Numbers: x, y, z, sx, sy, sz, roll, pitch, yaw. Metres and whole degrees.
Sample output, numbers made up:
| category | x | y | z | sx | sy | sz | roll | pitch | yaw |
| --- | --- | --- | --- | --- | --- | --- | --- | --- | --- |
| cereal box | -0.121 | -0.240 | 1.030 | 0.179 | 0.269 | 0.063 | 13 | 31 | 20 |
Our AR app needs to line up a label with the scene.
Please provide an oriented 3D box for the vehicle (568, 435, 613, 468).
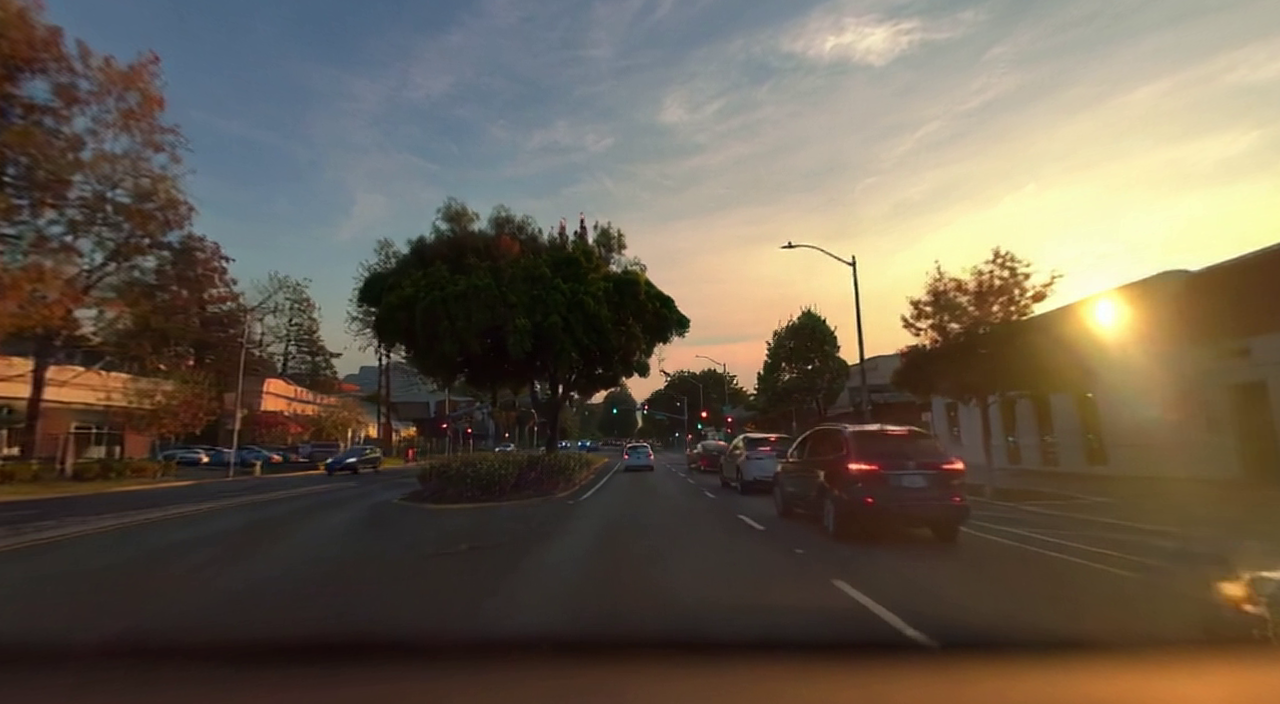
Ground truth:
| category | x | y | z | sx | sy | sz | roll | pitch | yaw |
| --- | --- | --- | --- | --- | --- | --- | --- | --- | --- |
| vehicle | -2.888 | 5.984 | 38.139 | 2.280 | 1.810 | 4.903 | 0 | -9 | 1 |

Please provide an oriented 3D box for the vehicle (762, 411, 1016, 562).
| category | x | y | z | sx | sy | sz | roll | pitch | yaw |
| --- | --- | --- | --- | --- | --- | --- | --- | --- | --- |
| vehicle | 3.254 | 1.879 | 9.561 | 2.037 | 1.673 | 4.844 | -1 | -9 | 2 |

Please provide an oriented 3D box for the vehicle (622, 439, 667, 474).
| category | x | y | z | sx | sy | sz | roll | pitch | yaw |
| --- | --- | --- | --- | --- | --- | --- | --- | --- | --- |
| vehicle | 0.159 | 4.938 | 30.085 | 2.023 | 1.532 | 3.891 | 0 | -9 | -1 |

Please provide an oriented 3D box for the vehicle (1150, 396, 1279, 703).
| category | x | y | z | sx | sy | sz | roll | pitch | yaw |
| --- | --- | --- | --- | --- | --- | --- | --- | --- | --- |
| vehicle | 3.139 | 0.613 | 0.316 | 1.864 | 1.484 | 4.662 | 0 | -9 | 0 |

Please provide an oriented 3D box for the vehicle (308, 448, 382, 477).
| category | x | y | z | sx | sy | sz | roll | pitch | yaw |
| --- | --- | --- | --- | --- | --- | --- | --- | --- | --- |
| vehicle | -15.470 | 5.792 | 33.357 | 1.846 | 1.433 | 4.274 | 0 | -9 | 0 |
